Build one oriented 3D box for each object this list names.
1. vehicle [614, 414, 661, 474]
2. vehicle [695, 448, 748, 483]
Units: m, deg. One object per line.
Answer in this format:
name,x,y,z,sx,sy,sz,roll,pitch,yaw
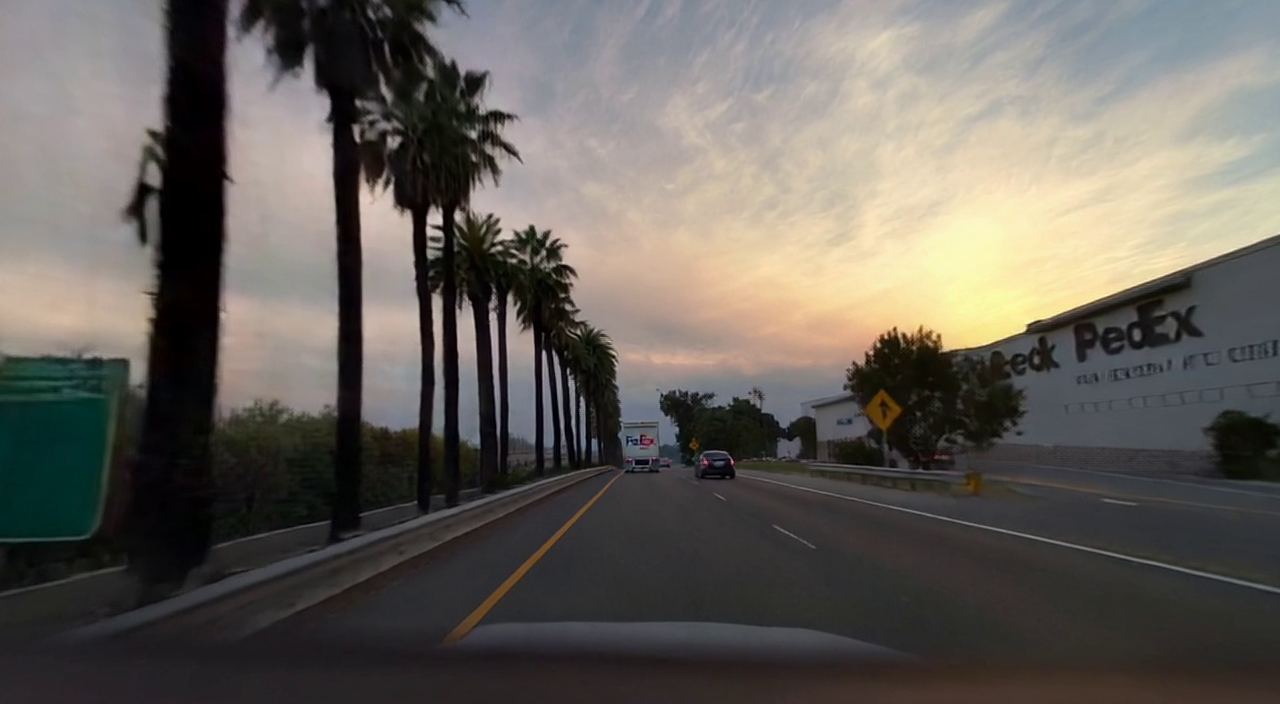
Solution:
vehicle,-0.244,7.262,49.366,3.243,4.134,11.656,0,-9,0
vehicle,3.912,5.557,31.087,1.966,1.558,4.238,0,-9,-1
